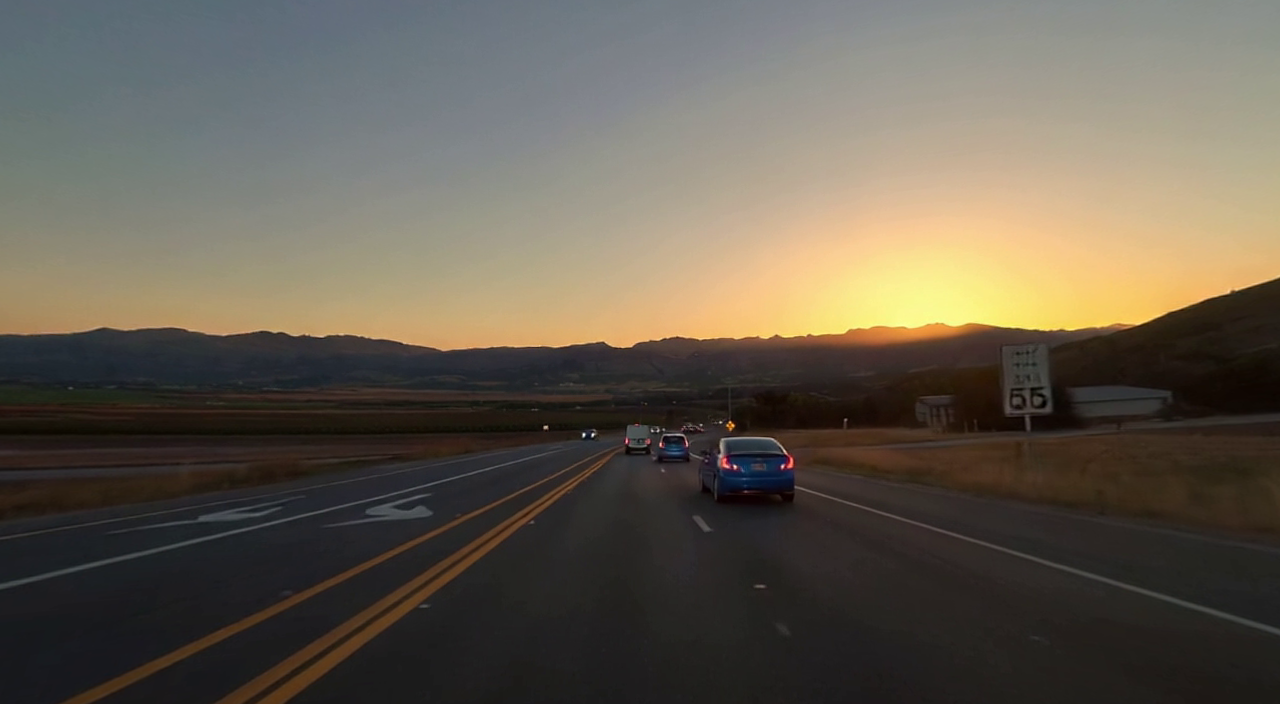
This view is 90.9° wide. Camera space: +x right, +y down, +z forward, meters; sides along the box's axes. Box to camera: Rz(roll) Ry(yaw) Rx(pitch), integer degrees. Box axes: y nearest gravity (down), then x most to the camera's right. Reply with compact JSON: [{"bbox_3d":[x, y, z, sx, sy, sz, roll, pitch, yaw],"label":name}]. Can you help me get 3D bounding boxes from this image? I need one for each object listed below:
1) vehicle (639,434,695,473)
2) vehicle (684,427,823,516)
[{"bbox_3d":[1.067,4.326,27.135,2.026,1.531,4.273,0,-8,-3],"label":"vehicle"},{"bbox_3d":[2.133,2.384,13.079,2.007,1.534,3.976,0,-8,-2],"label":"vehicle"}]
